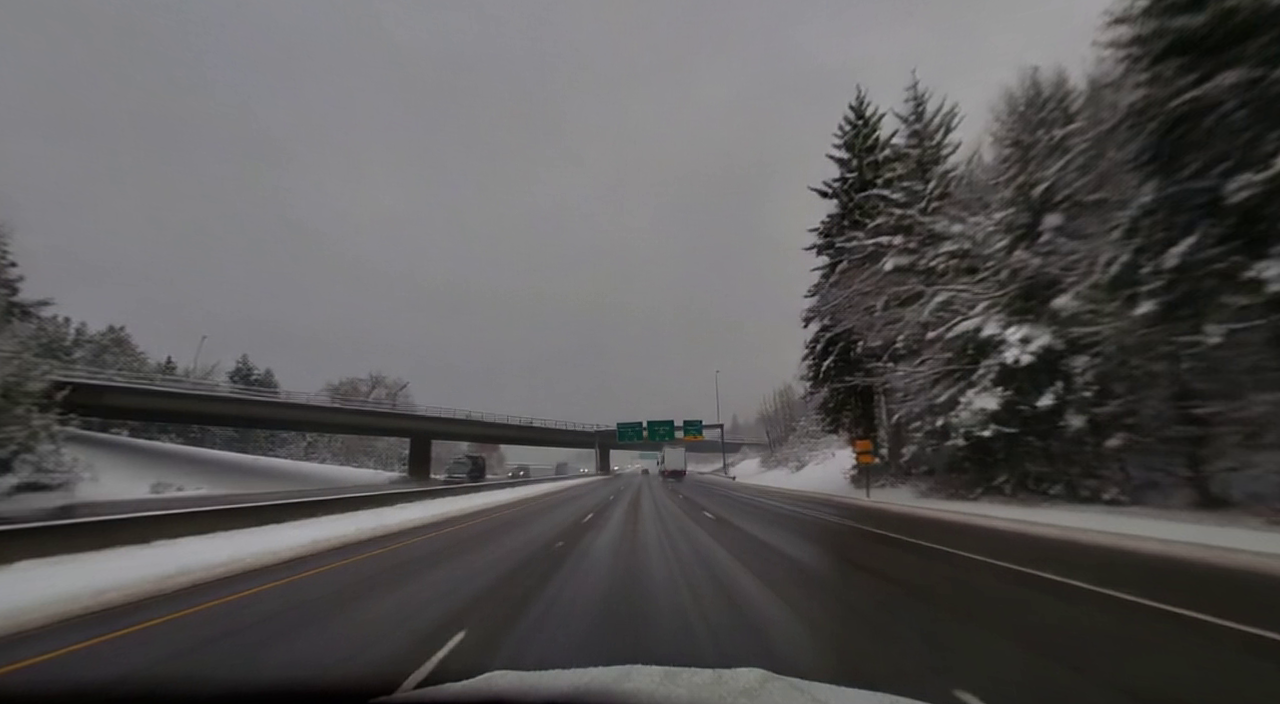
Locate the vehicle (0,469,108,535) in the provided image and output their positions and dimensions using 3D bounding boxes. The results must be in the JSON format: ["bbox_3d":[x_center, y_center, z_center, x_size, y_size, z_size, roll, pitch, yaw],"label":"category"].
[{"bbox_3d":[-15.751,3.594,15.207,2.087,1.459,4.210,1,-10,0],"label":"vehicle"}]
